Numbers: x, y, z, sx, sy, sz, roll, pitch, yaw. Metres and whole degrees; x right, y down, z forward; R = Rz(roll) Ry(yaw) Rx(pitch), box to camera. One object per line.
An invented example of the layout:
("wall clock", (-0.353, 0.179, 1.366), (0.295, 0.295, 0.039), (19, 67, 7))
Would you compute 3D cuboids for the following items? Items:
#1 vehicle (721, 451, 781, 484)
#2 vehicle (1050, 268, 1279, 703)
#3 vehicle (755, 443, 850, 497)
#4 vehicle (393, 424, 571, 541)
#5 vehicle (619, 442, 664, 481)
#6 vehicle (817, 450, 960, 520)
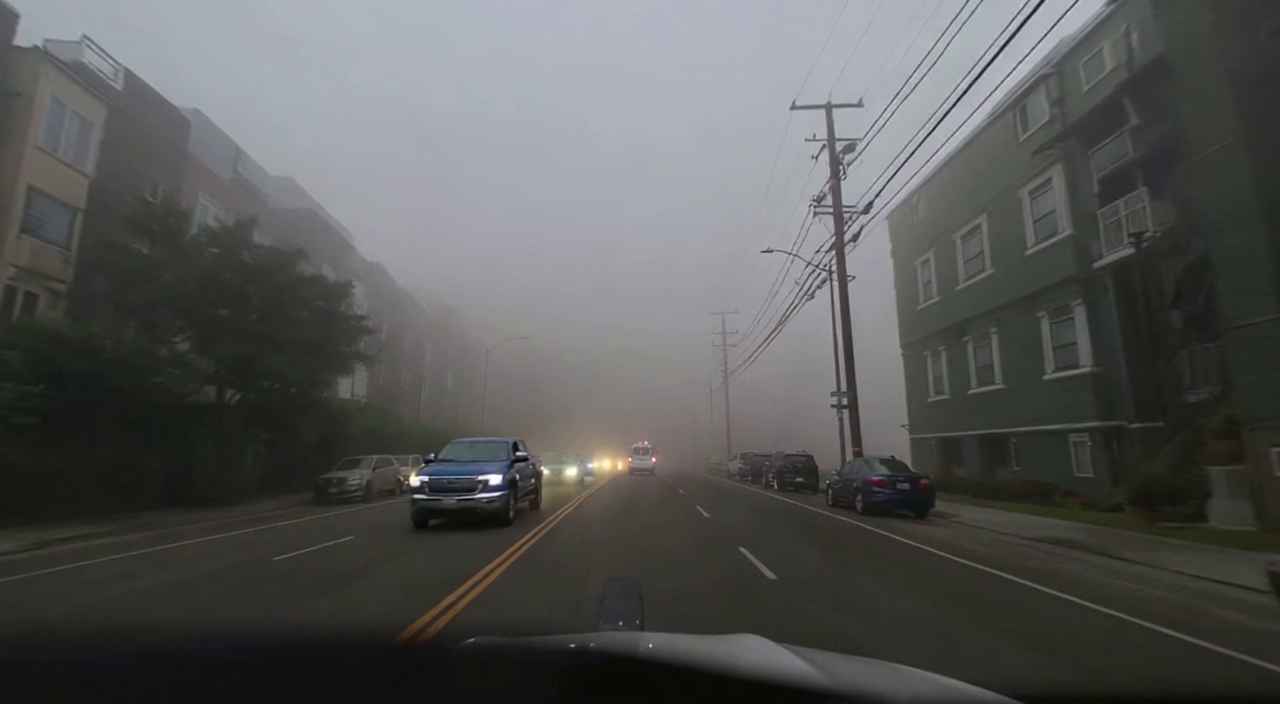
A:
("vehicle", (6.293, 6.630, 36.691), (2.350, 1.706, 5.901), (0, -8, -1))
("vehicle", (3.055, 0.496, 0.661), (2.027, 1.907, 4.736), (0, -8, 0))
("vehicle", (6.261, 4.568, 25.020), (2.211, 1.884, 5.031), (0, -8, -2))
("vehicle", (-2.655, 2.331, 11.962), (2.167, 1.761, 4.584), (0, -8, 0))
("vehicle", (0.128, 5.842, 34.110), (2.308, 1.940, 4.125), (0, -8, 2))
("vehicle", (6.277, 3.378, 16.630), (1.964, 1.550, 4.424), (0, -8, 0))
